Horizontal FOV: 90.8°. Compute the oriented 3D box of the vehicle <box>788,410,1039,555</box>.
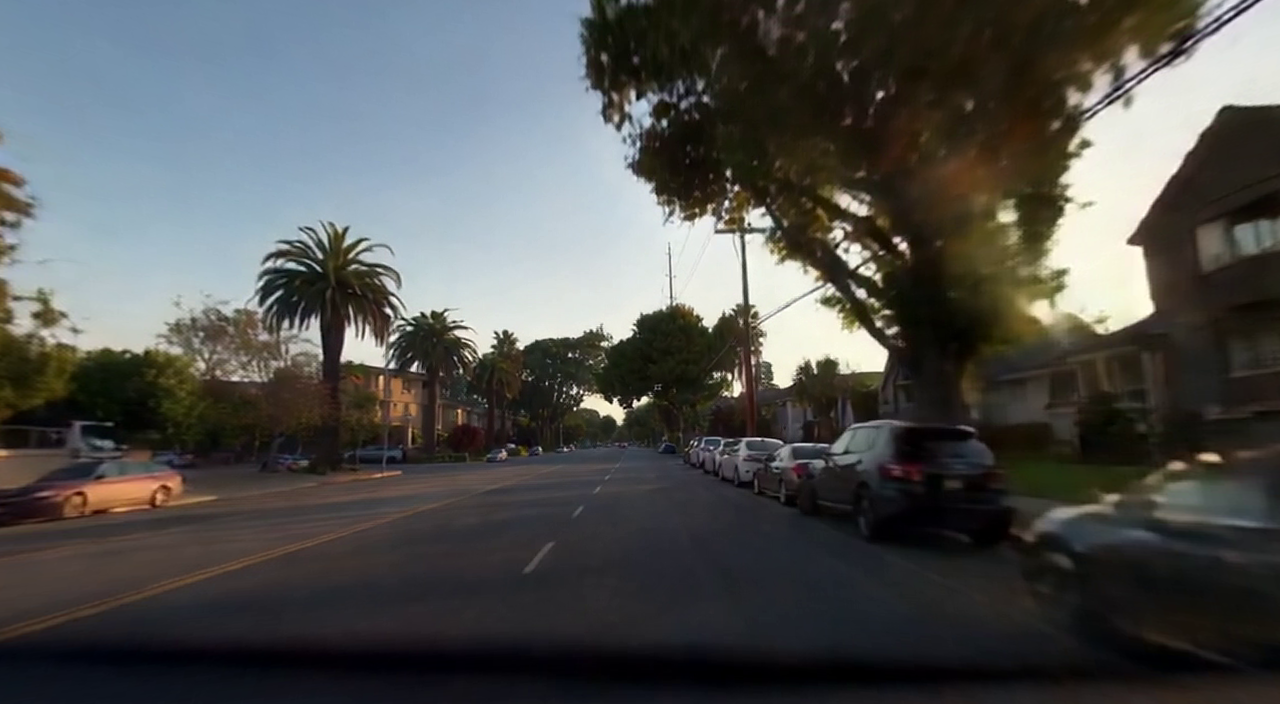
[{"bbox_3d":[3.838,1.916,9.929,1.917,1.741,4.420,0,-9,0],"label":"vehicle"}]

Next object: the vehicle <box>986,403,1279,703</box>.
[{"bbox_3d":[3.759,1.031,2.925,1.981,1.546,4.372,0,-9,3],"label":"vehicle"}]

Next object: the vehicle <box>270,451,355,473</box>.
[{"bbox_3d":[-23.722,7.951,45.898,4.946,1.518,2.115,0,-9,1],"label":"vehicle"}]

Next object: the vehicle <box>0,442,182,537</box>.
[{"bbox_3d":[-13.659,3.116,15.115,1.926,1.790,4.494,0,-7,1],"label":"vehicle"}]
